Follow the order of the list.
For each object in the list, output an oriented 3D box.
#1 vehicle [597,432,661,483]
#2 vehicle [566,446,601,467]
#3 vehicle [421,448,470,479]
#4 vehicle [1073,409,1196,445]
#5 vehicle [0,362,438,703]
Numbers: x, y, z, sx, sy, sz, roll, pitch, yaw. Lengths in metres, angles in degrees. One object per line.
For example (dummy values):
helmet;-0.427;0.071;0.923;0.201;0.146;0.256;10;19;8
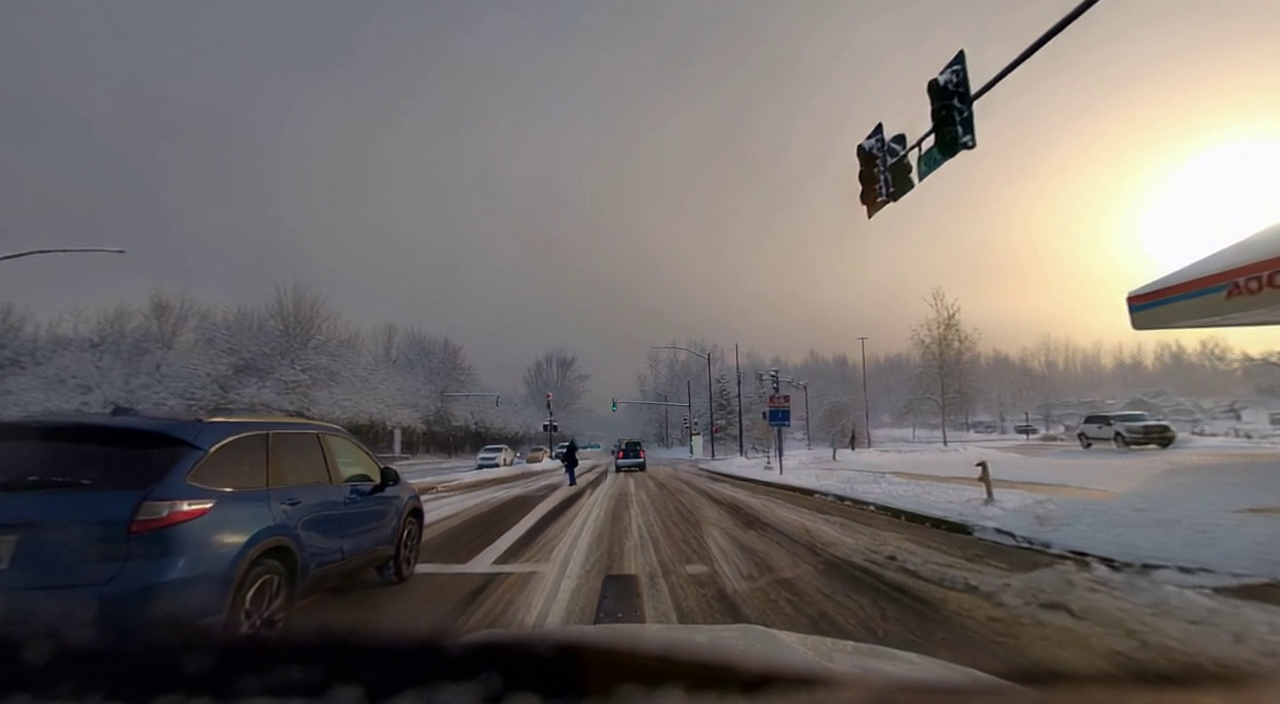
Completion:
vehicle;-0.534;4.633;27.899;2.552;1.999;5.498;0;-8;-2
vehicle;-4.273;7.952;48.169;2.192;1.458;4.594;0;-8;0
vehicle;-11.816;6.763;38.450;1.943;1.643;4.167;-2;-8;-4
vehicle;27.619;4.225;35.290;5.102;1.893;2.120;0;-9;-2
vehicle;-3.495;1.265;5.042;2.247;1.734;4.919;0;-8;-2
